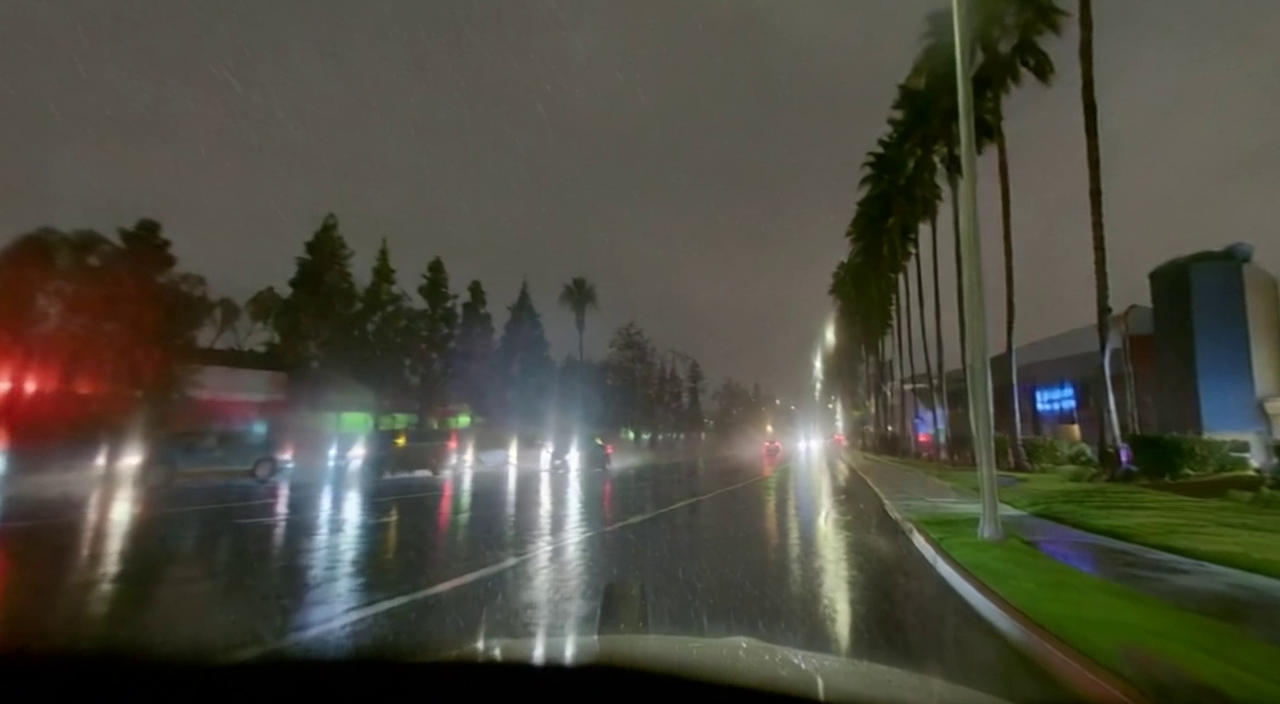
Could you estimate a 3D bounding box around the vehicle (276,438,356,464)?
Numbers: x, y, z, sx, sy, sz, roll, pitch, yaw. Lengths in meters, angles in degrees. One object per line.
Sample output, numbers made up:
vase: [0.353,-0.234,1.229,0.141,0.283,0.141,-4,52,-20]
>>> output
vehicle: [-19.472,5.952,37.919,1.806,1.500,4.118,-3,-9,18]

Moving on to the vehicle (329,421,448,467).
vehicle: [-11.829,4.427,30.111,2.184,1.904,5.617,-5,-10,18]

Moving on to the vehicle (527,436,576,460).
vehicle: [-6.430,7.016,45.994,1.858,1.599,4.104,-3,-9,19]

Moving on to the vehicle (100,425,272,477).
vehicle: [-14.810,3.244,20.824,1.857,1.474,4.291,-5,-9,17]

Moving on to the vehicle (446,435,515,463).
vehicle: [-9.205,5.670,36.715,1.813,1.535,4.306,-3,-9,19]
